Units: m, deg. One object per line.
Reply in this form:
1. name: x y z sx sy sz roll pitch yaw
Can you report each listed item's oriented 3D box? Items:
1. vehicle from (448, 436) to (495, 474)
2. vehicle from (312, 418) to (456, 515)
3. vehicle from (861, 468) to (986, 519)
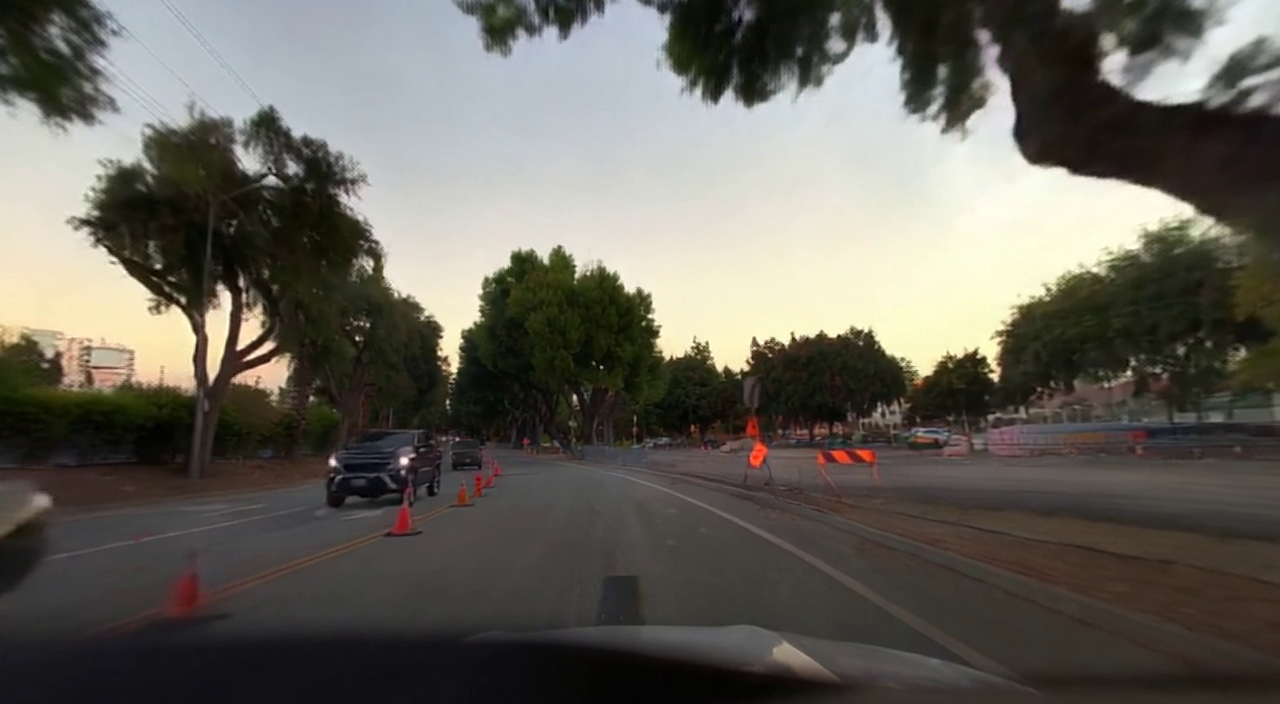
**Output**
1. vehicle: -9.081 5.578 34.440 2.193 1.885 4.474 1 -9 -12
2. vehicle: -6.510 2.945 16.771 2.260 2.162 4.555 0 -8 -6
3. vehicle: 11.901 5.894 26.573 4.549 1.745 1.960 2 -5 -16
